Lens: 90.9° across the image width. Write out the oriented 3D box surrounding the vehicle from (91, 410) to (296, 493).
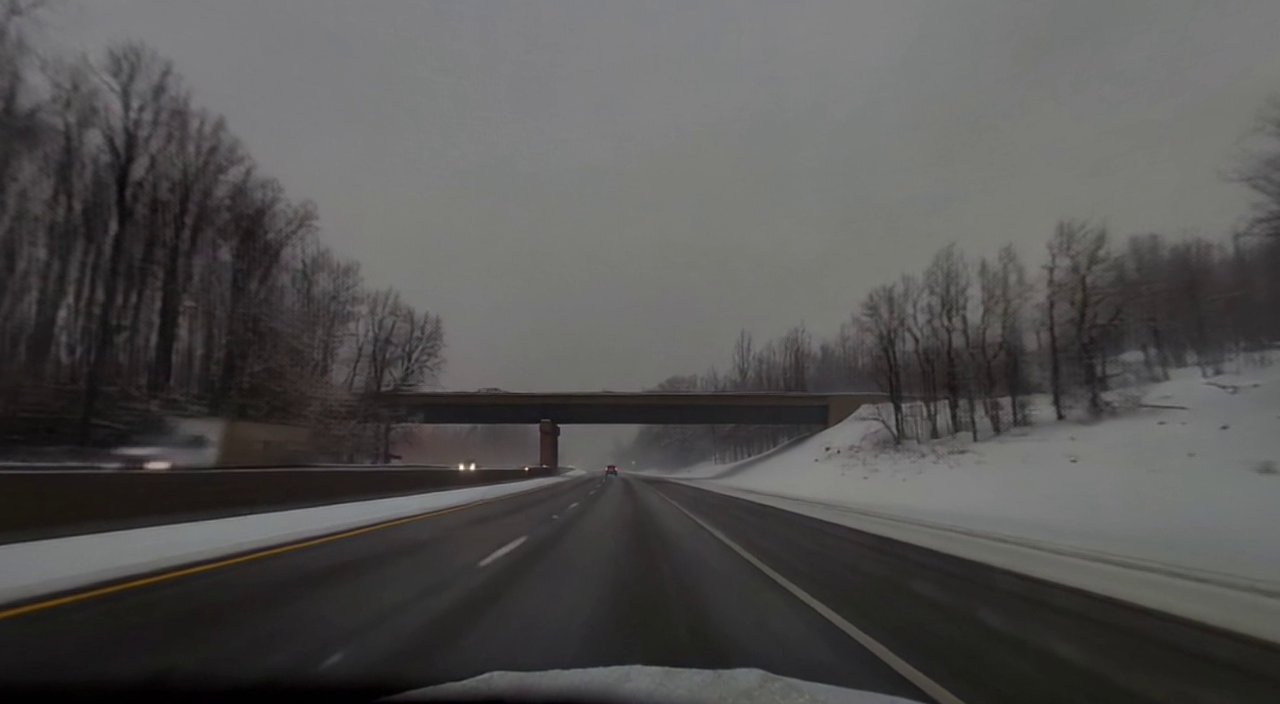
[{"bbox_3d":[-17.104,4.050,25.015,2.746,2.733,7.386,1,-11,-1],"label":"vehicle"}]
